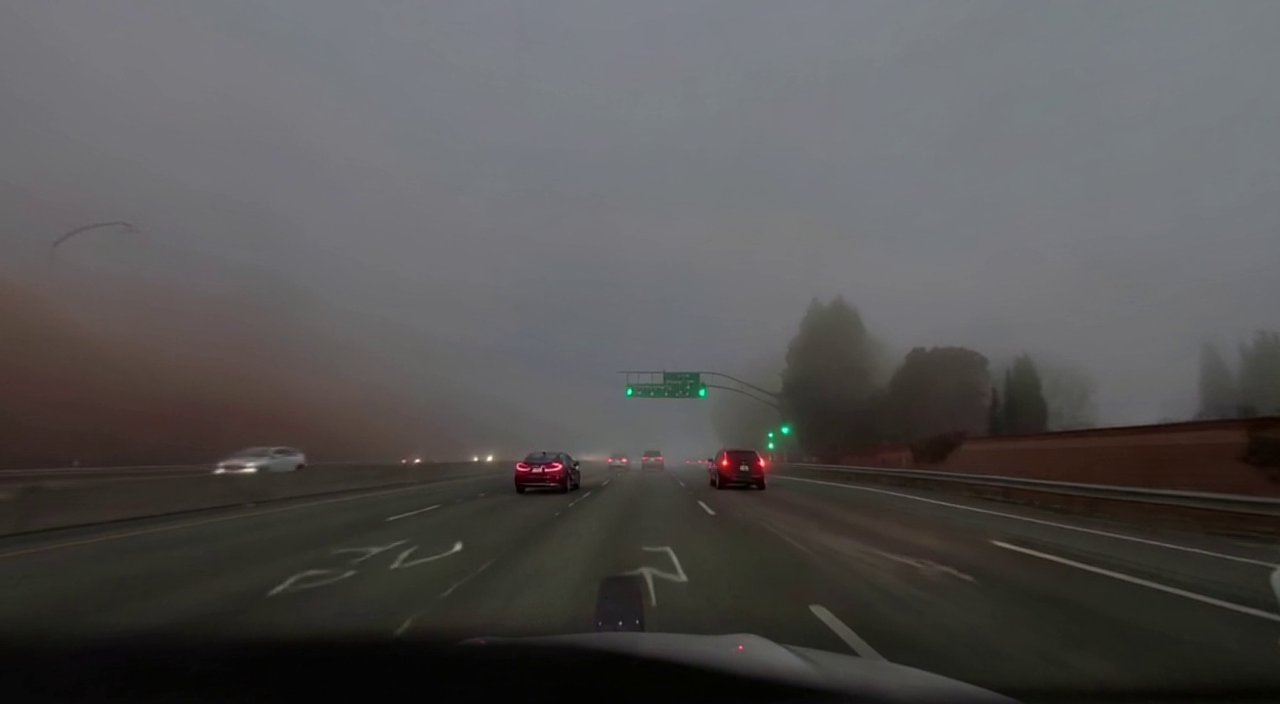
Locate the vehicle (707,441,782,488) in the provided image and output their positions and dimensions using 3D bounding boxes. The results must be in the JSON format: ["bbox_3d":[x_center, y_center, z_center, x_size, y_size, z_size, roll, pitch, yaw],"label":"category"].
[{"bbox_3d":[4.116,4.527,25.741,2.320,1.735,4.408,0,-9,0],"label":"vehicle"}]

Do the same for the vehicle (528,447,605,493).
[{"bbox_3d":[-2.557,4.241,23.201,2.130,1.514,4.766,0,-9,1],"label":"vehicle"}]

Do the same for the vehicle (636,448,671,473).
[{"bbox_3d":[1.023,7.948,46.402,2.408,1.748,4.217,0,-9,2],"label":"vehicle"}]

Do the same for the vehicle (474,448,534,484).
[{"bbox_3d":[-6.022,5.055,28.360,1.835,1.504,3.612,0,-9,1],"label":"vehicle"}]

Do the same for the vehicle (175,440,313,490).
[{"bbox_3d":[-15.482,4.412,25.114,2.213,1.749,4.890,0,-9,2],"label":"vehicle"}]
